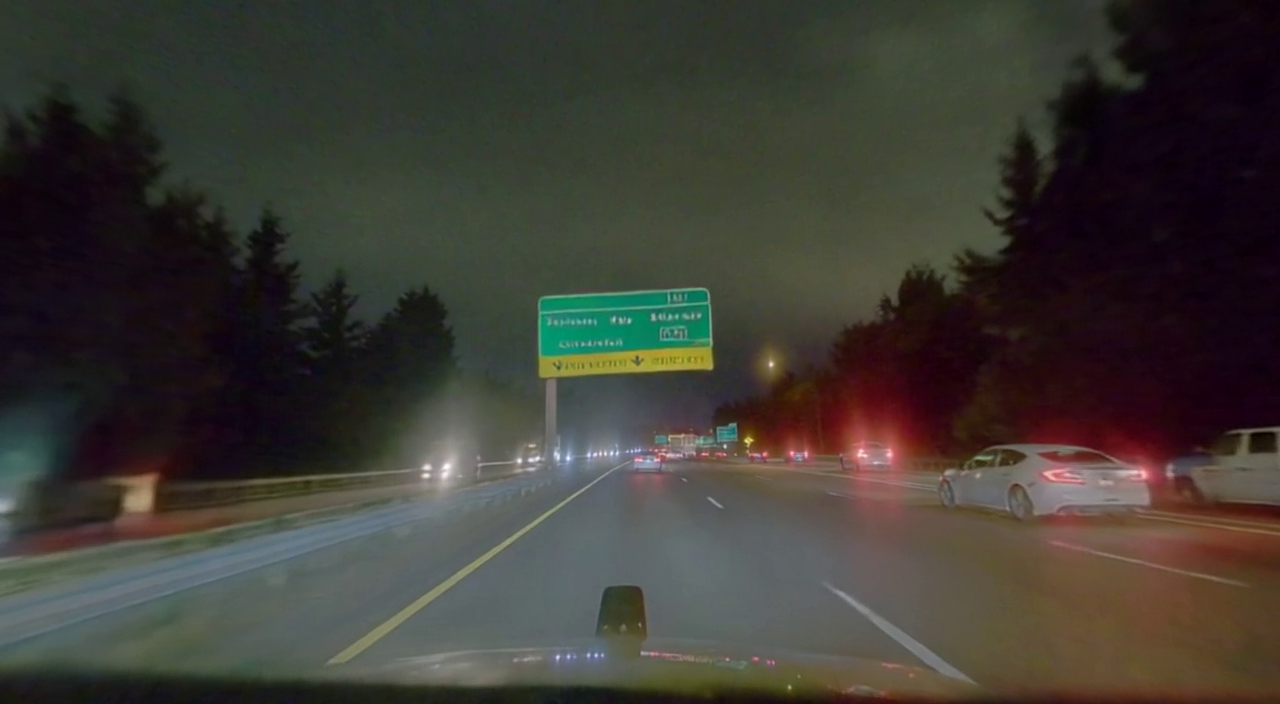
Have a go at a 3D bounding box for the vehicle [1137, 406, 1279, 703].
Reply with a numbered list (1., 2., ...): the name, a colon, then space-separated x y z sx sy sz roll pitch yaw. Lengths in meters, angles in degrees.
1. vehicle: 3.699 0.740 1.168 2.029 1.475 4.279 0 -9 0

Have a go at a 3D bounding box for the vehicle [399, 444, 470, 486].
1. vehicle: -10.992 6.054 34.139 2.132 2.054 5.061 0 -9 -1

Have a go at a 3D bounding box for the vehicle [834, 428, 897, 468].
1. vehicle: 14.851 6.363 41.828 2.115 2.446 5.323 0 -9 0

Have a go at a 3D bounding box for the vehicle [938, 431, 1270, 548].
1. vehicle: 7.200 2.163 10.639 1.977 1.502 4.670 0 -9 -1

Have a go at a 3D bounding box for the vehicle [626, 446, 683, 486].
1. vehicle: 0.551 4.690 26.243 2.177 1.520 4.278 0 -9 0
